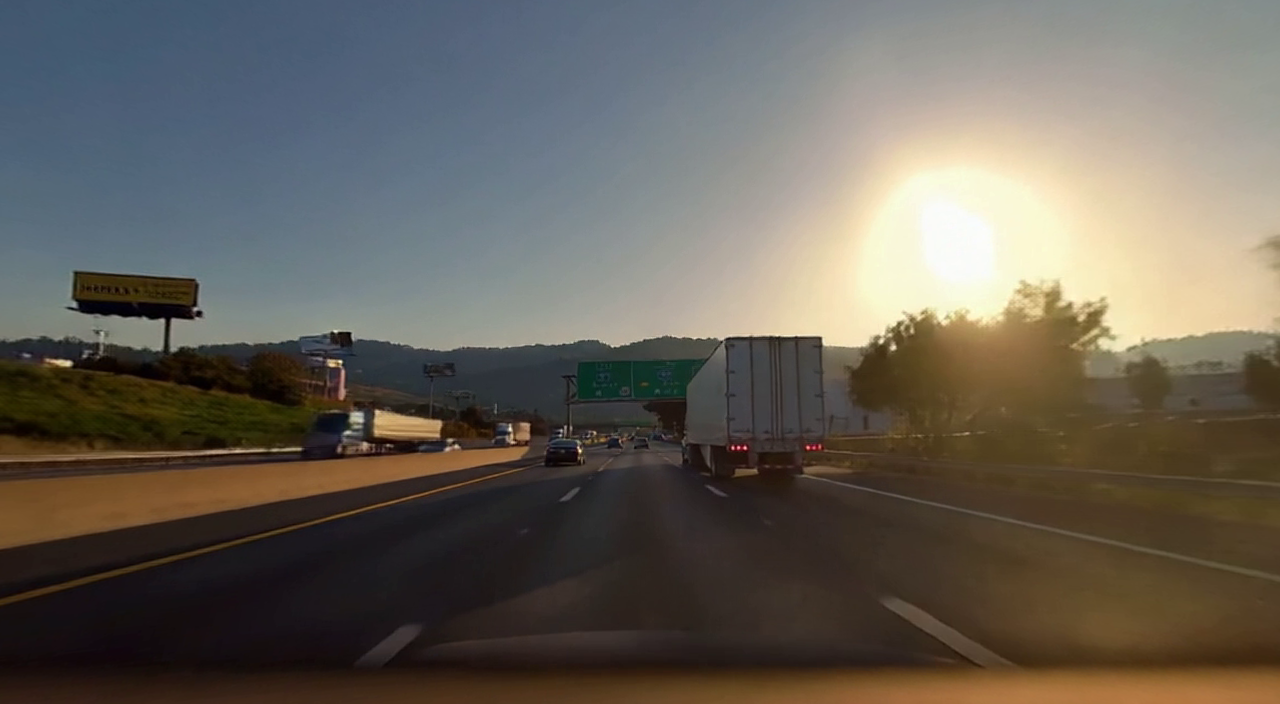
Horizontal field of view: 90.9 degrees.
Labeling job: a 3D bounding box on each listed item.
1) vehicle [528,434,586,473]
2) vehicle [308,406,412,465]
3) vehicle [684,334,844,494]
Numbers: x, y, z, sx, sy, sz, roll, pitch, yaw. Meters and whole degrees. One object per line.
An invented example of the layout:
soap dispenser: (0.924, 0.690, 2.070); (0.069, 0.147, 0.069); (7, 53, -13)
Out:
vehicle: (-3.381, 4.206, 26.440); (1.930, 1.484, 3.849); (0, -8, 0)
vehicle: (-19.812, 6.047, 45.505); (2.985, 3.765, 9.890); (0, -8, 0)
vehicle: (3.327, 2.195, 20.660); (2.871, 3.815, 11.331); (0, -8, 0)
